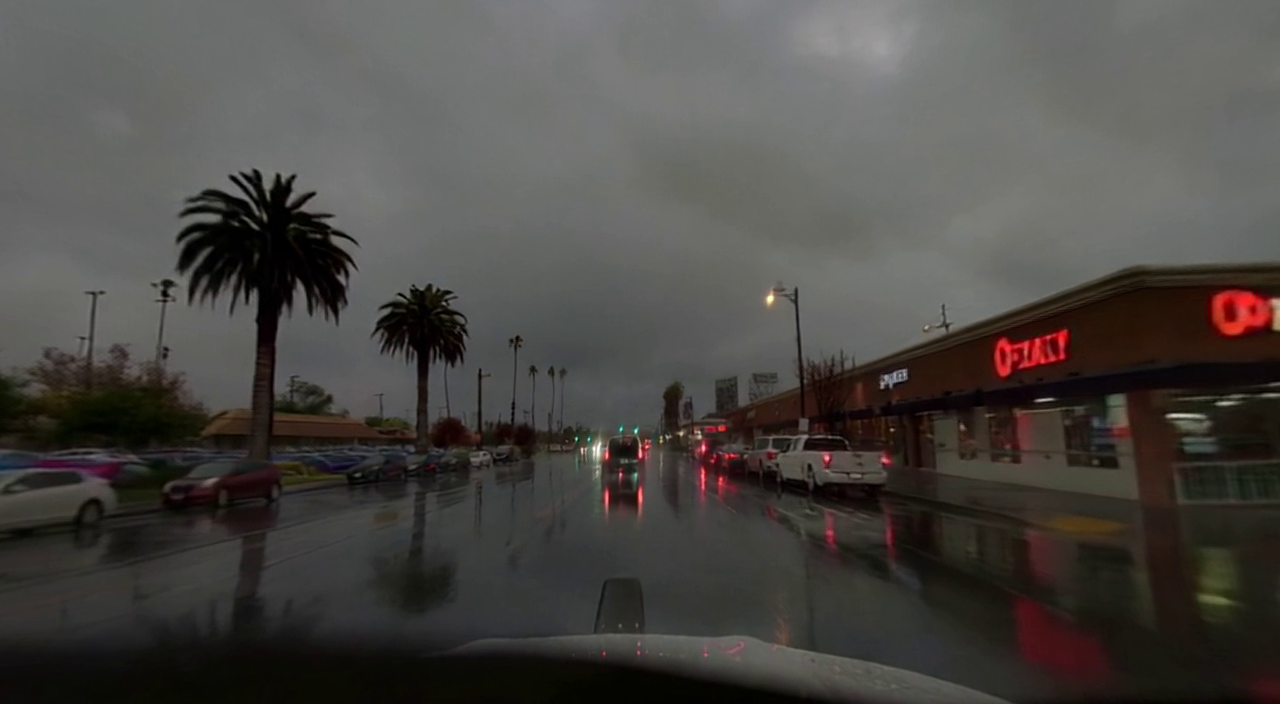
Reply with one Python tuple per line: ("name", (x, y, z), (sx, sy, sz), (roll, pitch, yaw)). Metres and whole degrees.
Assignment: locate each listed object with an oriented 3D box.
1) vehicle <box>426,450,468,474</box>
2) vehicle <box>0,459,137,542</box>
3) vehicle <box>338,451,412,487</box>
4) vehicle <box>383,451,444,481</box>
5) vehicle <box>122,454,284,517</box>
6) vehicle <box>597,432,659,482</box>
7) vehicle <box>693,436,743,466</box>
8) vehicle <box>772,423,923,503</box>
("vehicle", (-13.244, 7.545, 43.400), (1.774, 1.522, 3.699), (-1, -8, -1))
("vehicle", (-13.149, 3.128, 13.021), (1.881, 1.484, 4.565), (-6, -8, -2))
("vehicle", (-13.253, 5.841, 31.815), (1.840, 1.521, 4.450), (-2, -8, 0))
("vehicle", (-13.058, 6.566, 36.583), (1.804, 1.441, 4.534), (-4, -8, 0))
("vehicle", (-13.301, 4.046, 19.578), (1.968, 1.472, 4.345), (-4, -8, 0))
("vehicle", (-0.416, 4.107, 24.907), (2.239, 1.763, 4.096), (0, -8, 0))
("vehicle", (5.521, 7.146, 45.725), (2.568, 1.974, 6.203), (0, -8, -3))
("vehicle", (5.671, 3.128, 18.315), (2.430, 1.924, 5.779), (0, -8, 0))
